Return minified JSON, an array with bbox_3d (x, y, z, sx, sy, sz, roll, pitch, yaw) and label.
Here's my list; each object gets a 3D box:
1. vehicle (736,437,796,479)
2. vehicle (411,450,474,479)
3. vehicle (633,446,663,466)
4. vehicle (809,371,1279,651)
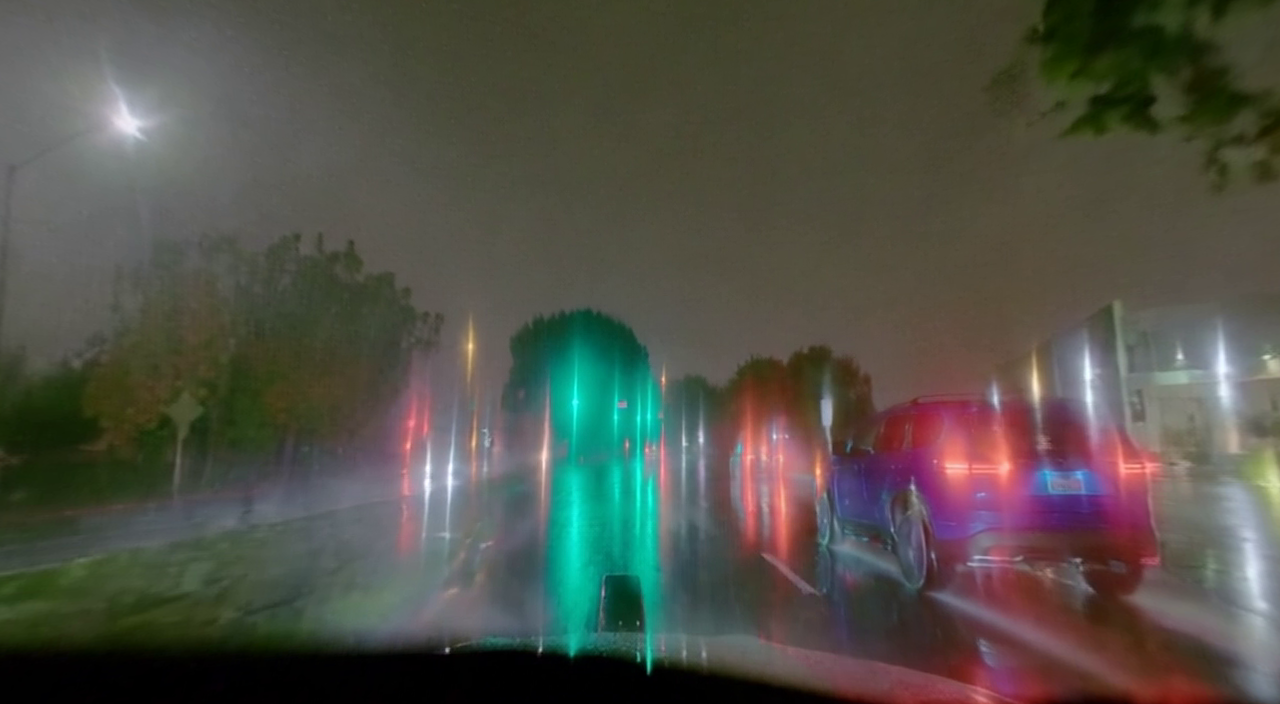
[{"bbox_3d":[6.016,5.130,30.773,2.085,1.828,5.383,0,-8,3],"label":"vehicle"},{"bbox_3d":[-11.078,6.339,35.724,1.955,1.507,4.750,0,-8,1],"label":"vehicle"},{"bbox_3d":[0.626,7.959,48.290,2.131,1.474,4.146,0,-8,1],"label":"vehicle"},{"bbox_3d":[3.383,1.384,6.471,2.033,1.865,4.360,0,-8,0],"label":"vehicle"}]
